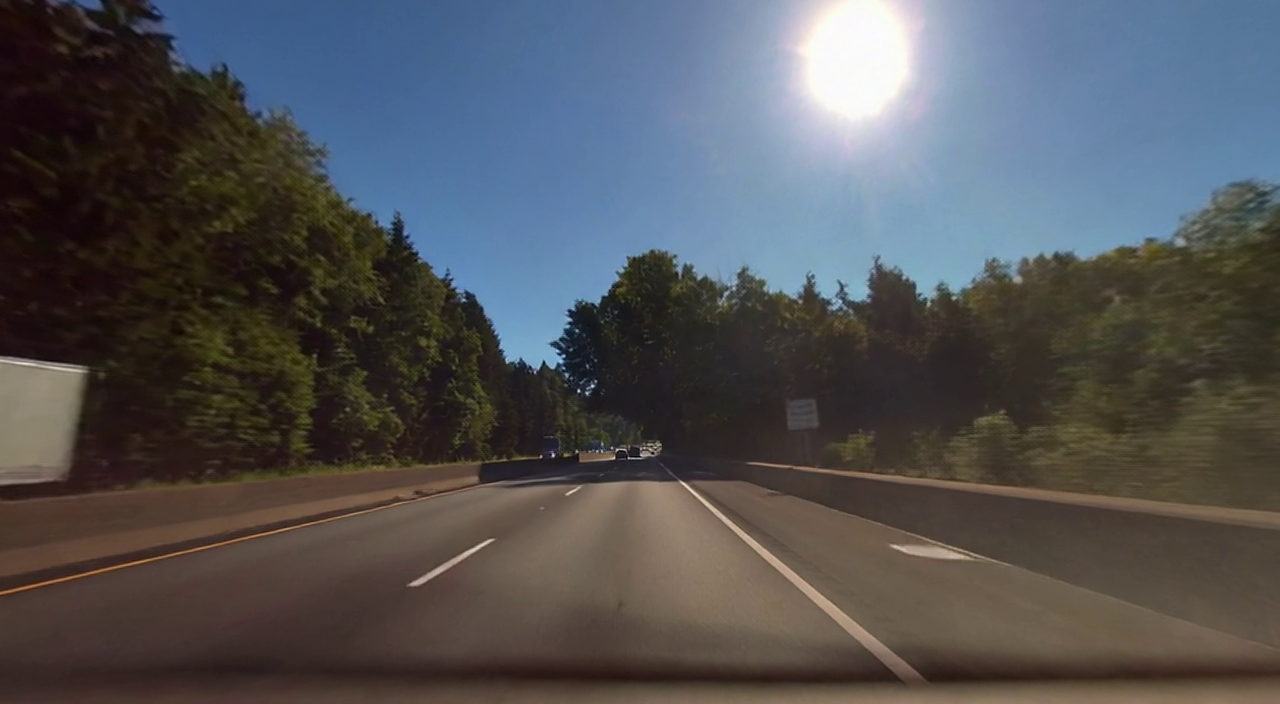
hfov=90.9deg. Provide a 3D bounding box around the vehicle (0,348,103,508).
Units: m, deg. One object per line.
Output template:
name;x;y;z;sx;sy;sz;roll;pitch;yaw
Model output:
vehicle;-16.519;1.005;9.928;3.166;3.694;14.817;0;-9;0
